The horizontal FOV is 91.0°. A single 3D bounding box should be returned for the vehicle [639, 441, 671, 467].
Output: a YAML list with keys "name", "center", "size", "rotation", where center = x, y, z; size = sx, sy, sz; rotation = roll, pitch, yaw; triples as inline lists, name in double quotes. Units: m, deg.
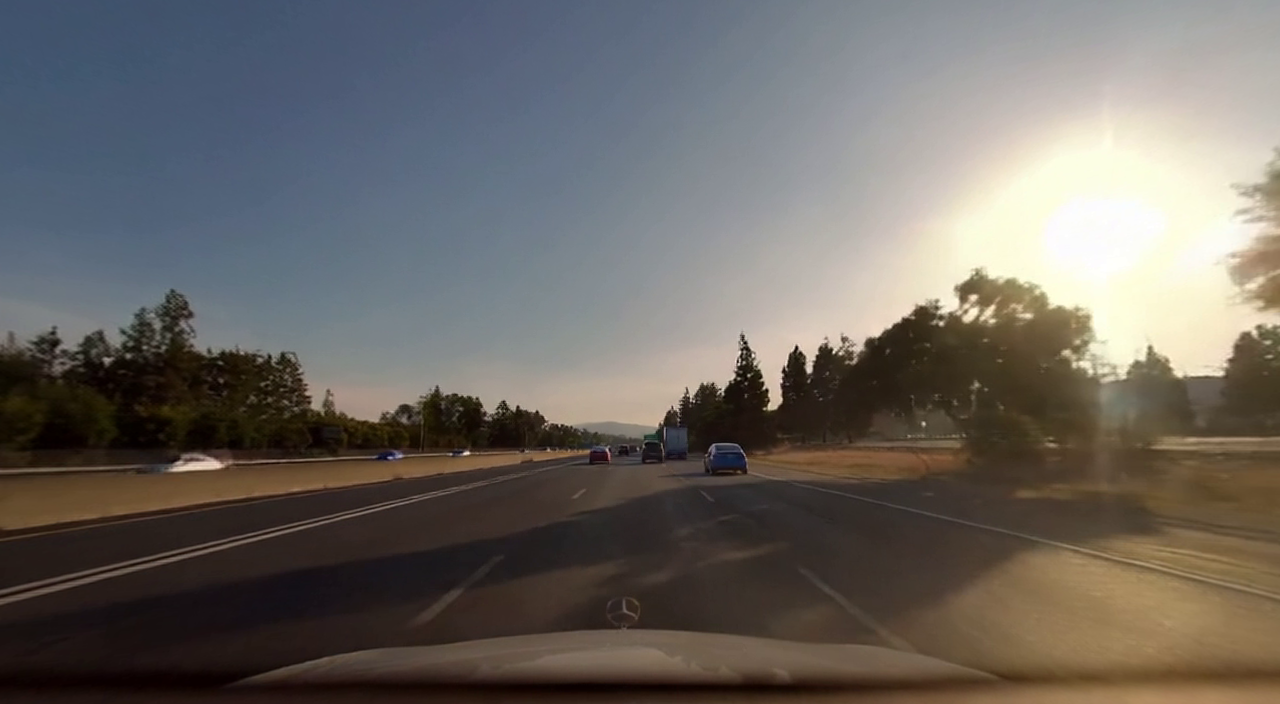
- name: "vehicle"
  center: [1.050, 7.507, 46.487]
  size: [2.205, 1.785, 4.423]
  rotation: [0, -9, 0]

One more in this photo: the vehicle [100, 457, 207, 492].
- name: "vehicle"
  center: [-25.287, 6.334, 32.959]
  size: [1.917, 1.632, 4.412]
  rotation: [0, -9, 1]

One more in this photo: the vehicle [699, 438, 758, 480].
- name: "vehicle"
  center: [3.920, 4.849, 28.722]
  size: [2.082, 1.720, 4.393]
  rotation: [0, -9, 0]
